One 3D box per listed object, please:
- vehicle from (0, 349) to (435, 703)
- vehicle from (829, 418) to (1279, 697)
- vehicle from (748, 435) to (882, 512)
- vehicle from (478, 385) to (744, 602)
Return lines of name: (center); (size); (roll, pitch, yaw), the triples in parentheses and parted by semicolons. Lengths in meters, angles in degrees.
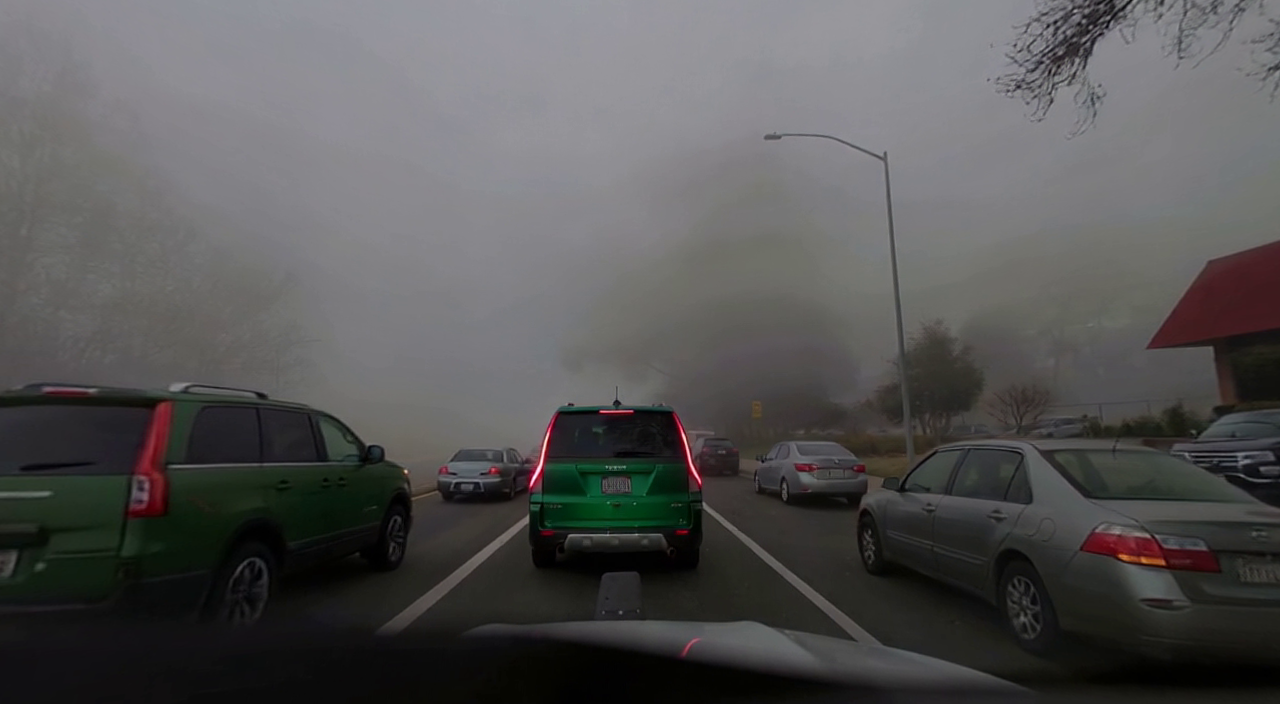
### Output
vehicle: (-3.655, 1.233, 5.508); (2.231, 1.853, 4.461); (0, -9, 0)
vehicle: (3.360, 1.433, 5.651); (1.900, 1.477, 4.352); (0, -9, -1)
vehicle: (3.911, 2.777, 14.931); (1.875, 1.521, 4.192); (0, -9, -1)
vehicle: (-0.294, 1.511, 7.528); (2.238, 1.825, 4.190); (0, -9, -1)
